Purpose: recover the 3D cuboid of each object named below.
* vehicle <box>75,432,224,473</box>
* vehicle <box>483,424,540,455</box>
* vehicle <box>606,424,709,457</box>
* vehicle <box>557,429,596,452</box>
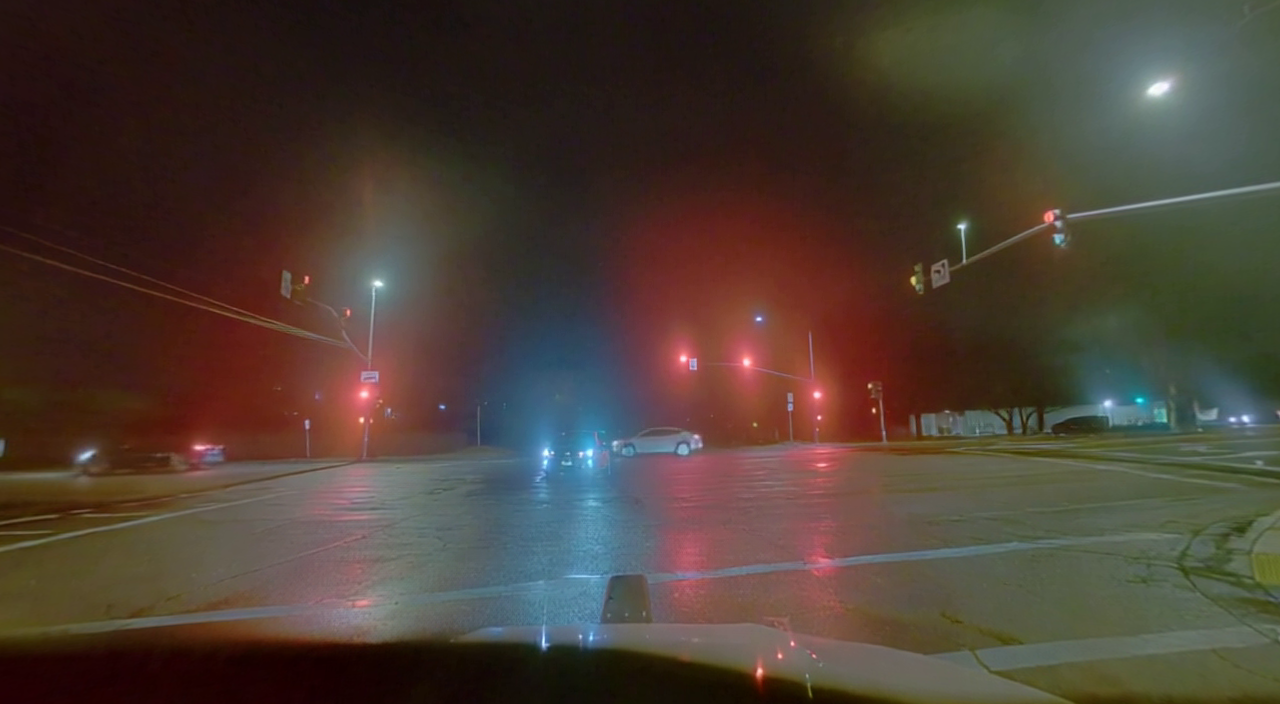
[{"bbox_3d":[-20.223,4.154,26.196,4.407,1.569,1.859,2,-9,-11],"label":"vehicle"},{"bbox_3d":[-8.236,5.736,40.909,2.000,1.864,5.044,-1,-9,7],"label":"vehicle"},{"bbox_3d":[0.766,4.095,29.106,4.510,1.431,1.884,1,-9,-8],"label":"vehicle"},{"bbox_3d":[-4.351,6.158,43.761,1.919,1.467,4.086,-1,-9,6],"label":"vehicle"}]
